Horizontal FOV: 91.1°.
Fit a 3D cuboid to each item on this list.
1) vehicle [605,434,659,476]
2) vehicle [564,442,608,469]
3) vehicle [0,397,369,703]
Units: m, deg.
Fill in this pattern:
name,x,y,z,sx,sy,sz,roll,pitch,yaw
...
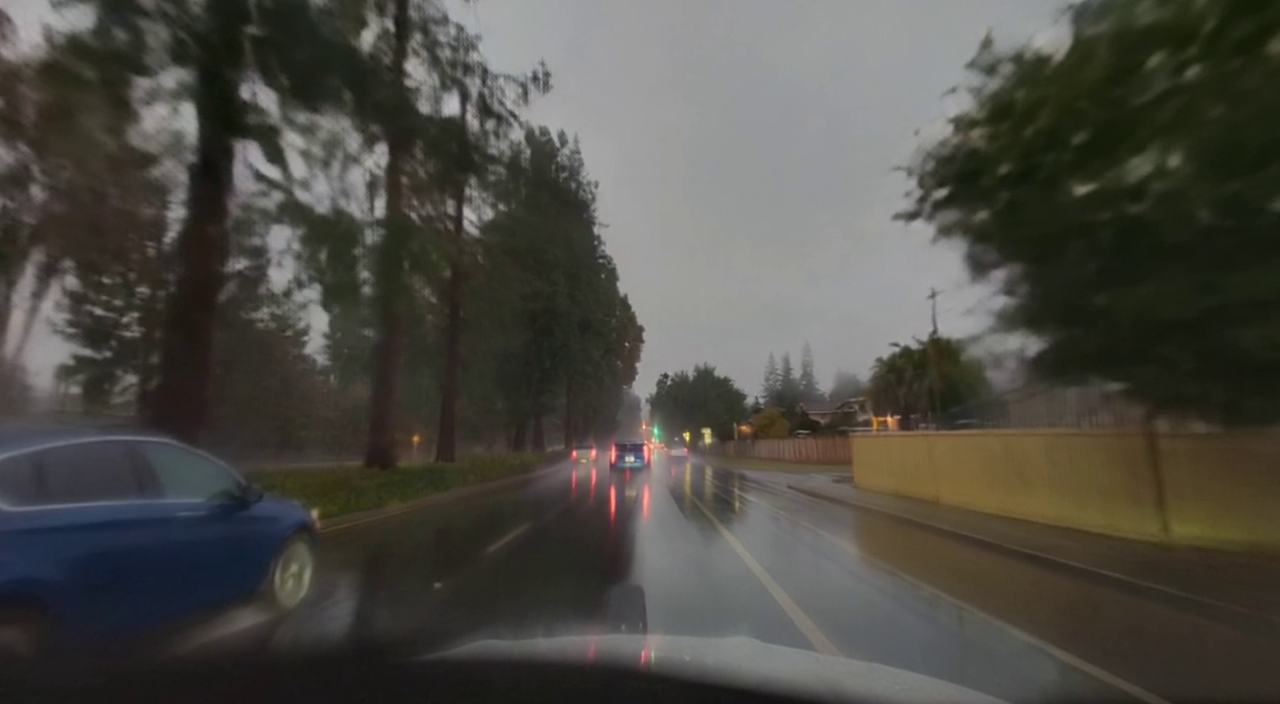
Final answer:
name,x,y,z,sx,sy,sz,roll,pitch,yaw
vehicle,-0.308,4.574,28.060,2.220,1.742,4.047,0,-8,1
vehicle,-3.035,5.920,36.139,2.032,1.433,4.458,0,-8,1
vehicle,-3.688,1.051,3.426,2.105,1.469,4.978,0,-8,1
